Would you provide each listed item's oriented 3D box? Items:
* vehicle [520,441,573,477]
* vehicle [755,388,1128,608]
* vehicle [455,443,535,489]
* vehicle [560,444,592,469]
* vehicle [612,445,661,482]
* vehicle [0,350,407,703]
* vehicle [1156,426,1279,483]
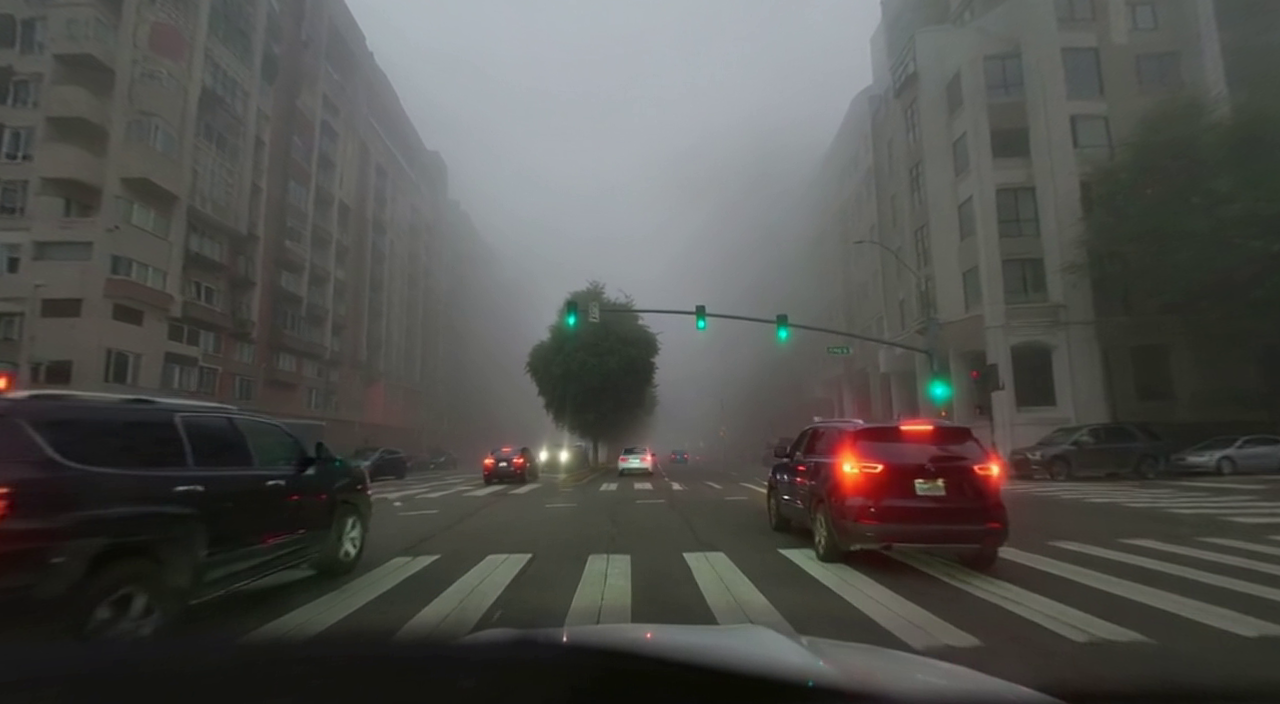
[{"bbox_3d":[-5.102,5.877,35.081,2.275,1.816,4.923,0,-8,-1],"label":"vehicle"},{"bbox_3d":[3.019,1.584,7.838,2.129,1.844,4.767,0,-8,-2],"label":"vehicle"},{"bbox_3d":[-5.638,4.489,25.187,2.062,1.532,4.830,-2,-9,0],"label":"vehicle"},{"bbox_3d":[-4.953,8.102,49.358,2.009,1.837,5.590,0,-8,-1],"label":"vehicle"},{"bbox_3d":[-0.176,4.921,28.280,2.059,1.492,4.033,0,-8,-1],"label":"vehicle"},{"bbox_3d":[-3.550,1.246,5.178,2.031,1.873,4.581,1,-8,-7],"label":"vehicle"},{"bbox_3d":[17.784,2.883,17.989,4.440,1.504,2.216,1,-8,-7],"label":"vehicle"}]
